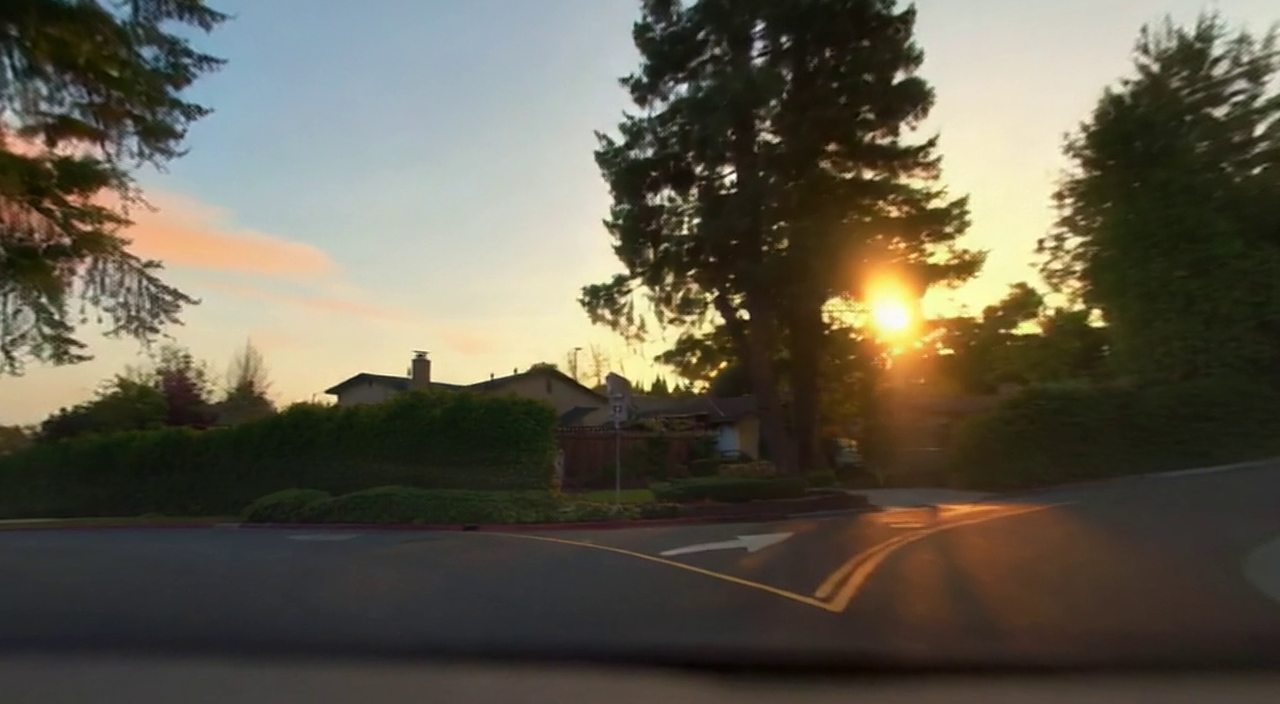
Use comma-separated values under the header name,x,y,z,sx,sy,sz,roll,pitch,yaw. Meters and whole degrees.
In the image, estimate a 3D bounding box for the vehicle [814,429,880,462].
name,x,y,z,sx,sy,sz,roll,pitch,yaw
vehicle,10.332,4.707,31.735,1.802,1.548,3.501,0,-9,-5
